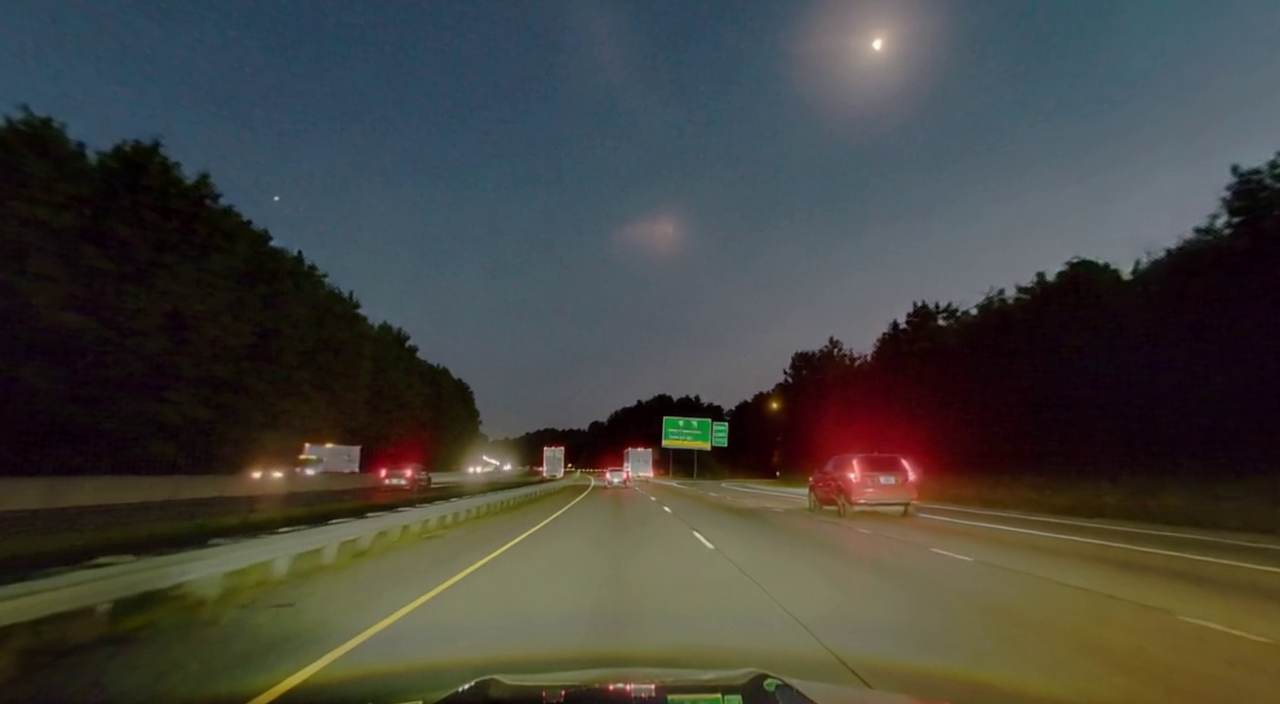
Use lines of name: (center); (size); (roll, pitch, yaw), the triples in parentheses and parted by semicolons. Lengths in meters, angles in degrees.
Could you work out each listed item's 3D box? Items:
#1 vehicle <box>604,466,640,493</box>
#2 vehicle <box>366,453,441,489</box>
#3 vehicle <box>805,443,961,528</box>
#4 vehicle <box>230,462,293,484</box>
vehicle: (-1.103, 7.560, 37.521); (1.987, 1.467, 3.903); (1, -10, -2)
vehicle: (-11.784, 5.987, 31.787); (1.952, 1.618, 4.859); (1, -10, -1)
vehicle: (5.829, 3.293, 15.870); (1.998, 1.776, 4.663); (1, -10, -1)
vehicle: (-27.453, 8.802, 45.850); (1.882, 1.504, 4.527); (1, -10, -3)
